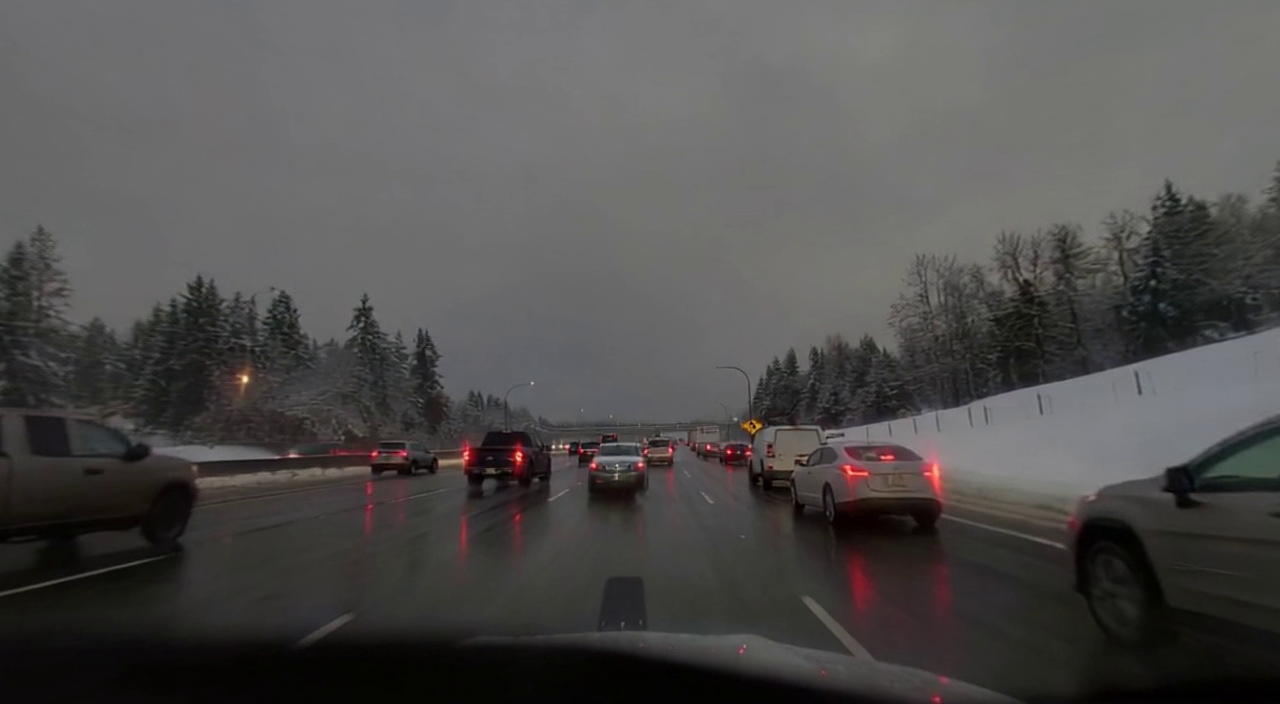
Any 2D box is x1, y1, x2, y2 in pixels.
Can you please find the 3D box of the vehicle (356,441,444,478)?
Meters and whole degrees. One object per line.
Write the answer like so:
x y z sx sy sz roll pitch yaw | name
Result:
-10.620 4.777 28.343 1.907 1.508 4.608 -1 -8 3 | vehicle

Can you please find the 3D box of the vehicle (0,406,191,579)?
-7.706 1.403 6.184 2.214 1.761 5.890 0 -8 1 | vehicle

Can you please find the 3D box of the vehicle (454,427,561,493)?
-4.030 3.402 20.351 2.110 1.811 5.585 0 -8 2 | vehicle

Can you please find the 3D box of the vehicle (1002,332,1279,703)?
3.836 0.775 2.564 2.003 1.778 4.658 0 -8 1 | vehicle

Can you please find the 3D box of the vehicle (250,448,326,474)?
-22.084 6.827 39.819 1.922 1.495 4.609 -1 -8 4 | vehicle

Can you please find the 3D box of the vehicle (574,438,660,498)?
-0.501 3.143 17.475 2.070 1.456 4.029 0 -8 2 | vehicle

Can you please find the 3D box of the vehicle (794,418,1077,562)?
3.829 1.861 9.281 1.984 1.567 4.475 0 -8 0 | vehicle
